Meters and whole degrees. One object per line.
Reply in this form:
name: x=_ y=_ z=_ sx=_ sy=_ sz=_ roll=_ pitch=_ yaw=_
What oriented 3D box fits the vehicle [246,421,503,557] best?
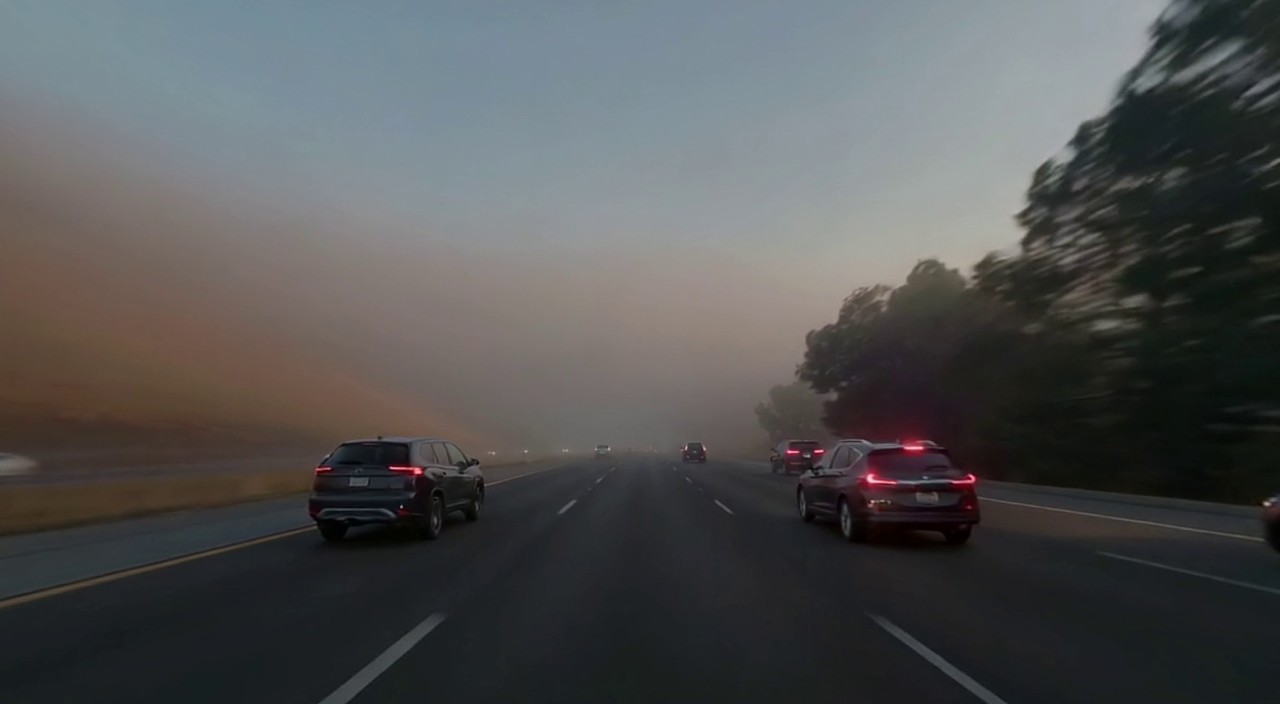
vehicle: x=-3.810 y=2.053 z=10.155 sx=2.166 sy=1.672 sz=4.388 roll=0 pitch=-9 yaw=1

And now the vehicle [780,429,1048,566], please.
vehicle: x=3.489 y=1.919 z=9.115 sx=1.941 sy=1.481 sz=4.300 roll=0 pitch=-9 yaw=0

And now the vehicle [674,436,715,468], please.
vehicle: x=3.459 y=6.484 z=40.980 sx=2.121 sy=1.925 sz=5.056 roll=0 pitch=-9 yaw=-1
